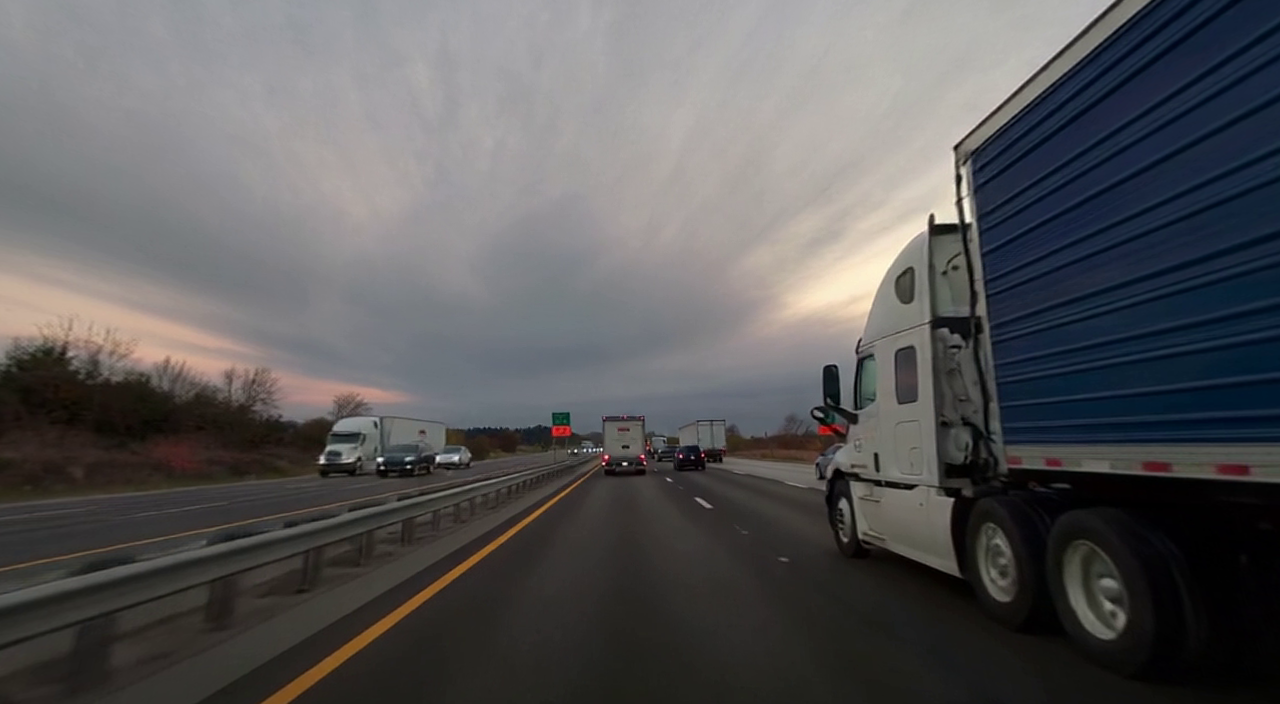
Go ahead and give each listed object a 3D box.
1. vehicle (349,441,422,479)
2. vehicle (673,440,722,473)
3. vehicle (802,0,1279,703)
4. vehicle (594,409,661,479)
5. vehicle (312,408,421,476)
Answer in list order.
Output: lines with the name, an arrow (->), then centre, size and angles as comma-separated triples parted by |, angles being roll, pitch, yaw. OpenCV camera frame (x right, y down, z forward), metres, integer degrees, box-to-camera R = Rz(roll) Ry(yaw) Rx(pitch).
vehicle -> -13.674, 5.808, 34.008 | 2.044, 1.914, 4.638 | 0, -9, 0
vehicle -> 2.993, 5.563, 33.491 | 2.127, 1.642, 3.899 | 0, -9, -1
vehicle -> 3.856, -0.131, 3.368 | 2.972, 4.007, 10.643 | 0, -9, -1
vehicle -> -0.404, 4.146, 28.083 | 2.506, 2.743, 6.093 | -1, -9, 3
vehicle -> -18.345, 6.263, 43.151 | 3.003, 4.059, 10.427 | 0, -9, -2
